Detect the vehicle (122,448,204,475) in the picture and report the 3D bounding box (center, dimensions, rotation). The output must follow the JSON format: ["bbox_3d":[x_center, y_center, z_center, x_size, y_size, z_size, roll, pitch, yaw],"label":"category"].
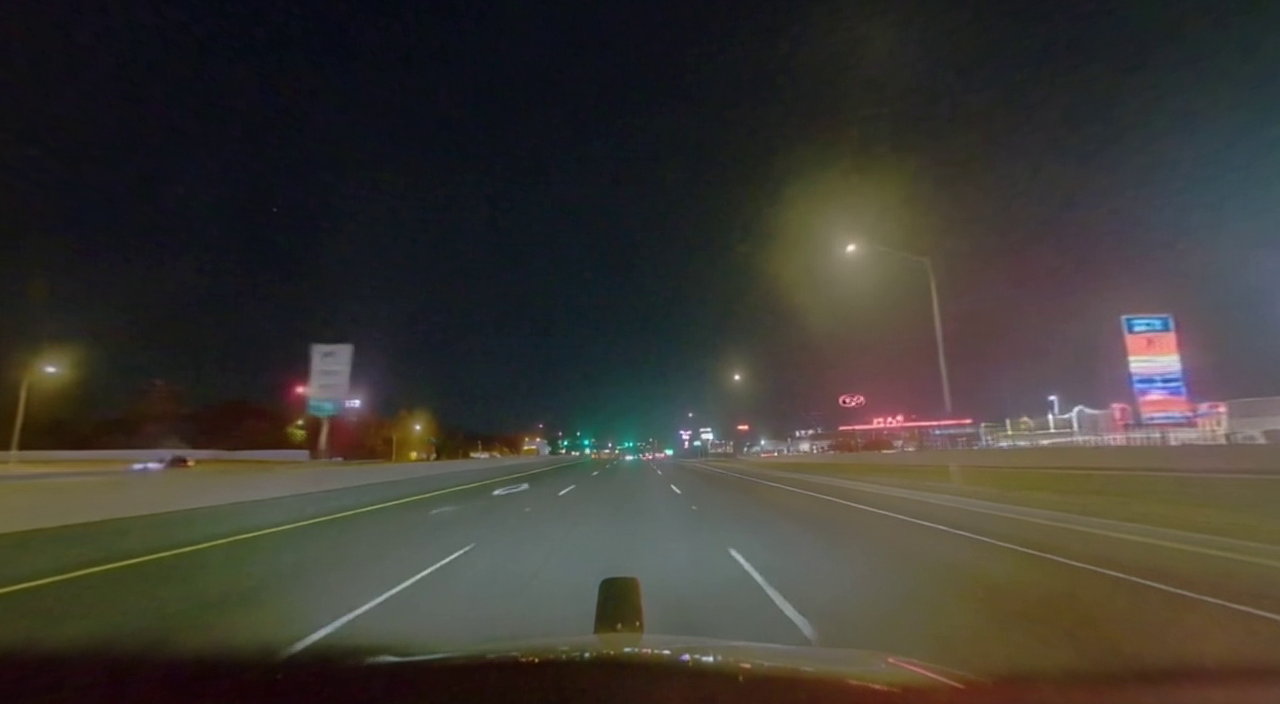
[{"bbox_3d":[-30.100,6.894,39.938,1.914,1.618,4.488,1,-9,-4],"label":"vehicle"}]
